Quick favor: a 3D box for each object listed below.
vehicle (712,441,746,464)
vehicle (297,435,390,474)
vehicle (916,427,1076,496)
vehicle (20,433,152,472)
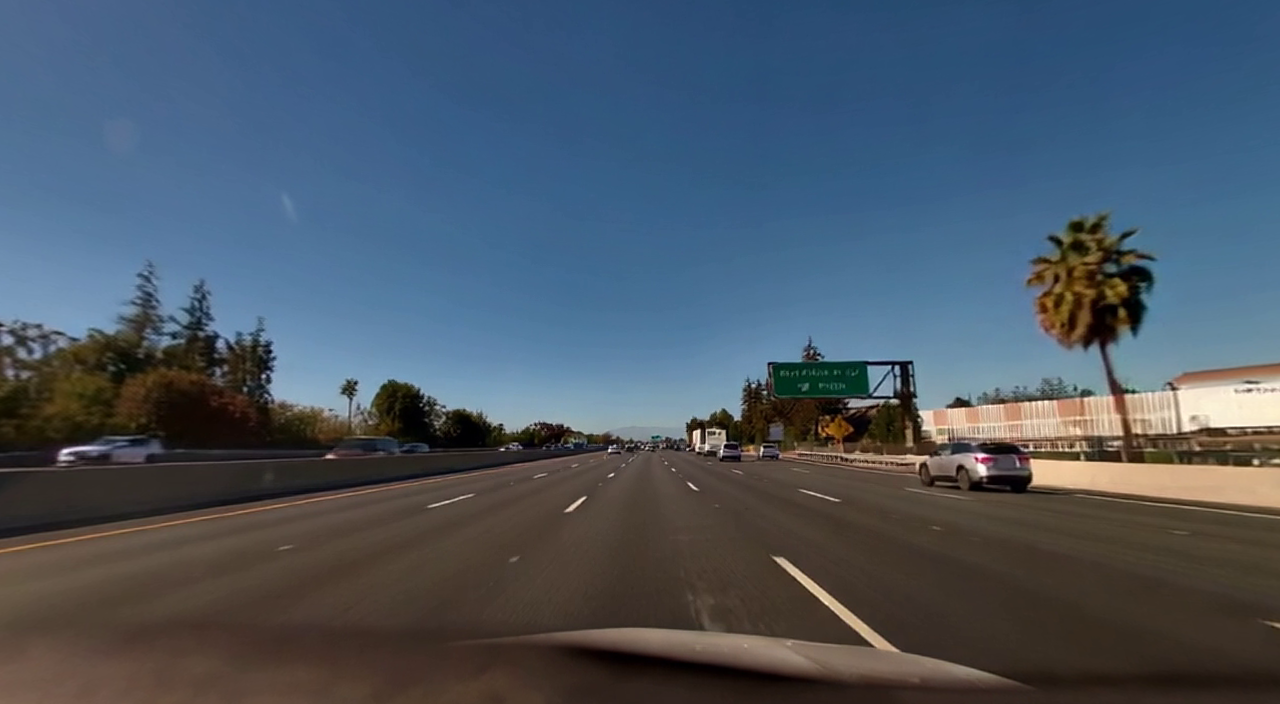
[{"bbox_3d":[6.996,7.951,49.971,2.064,1.681,4.287,0,-8,-1],"label":"vehicle"},{"bbox_3d":[-12.518,4.349,26.930,1.827,1.495,4.213,0,-8,1],"label":"vehicle"},{"bbox_3d":[10.778,3.329,19.625,2.168,1.861,4.678,0,-8,0],"label":"vehicle"},{"bbox_3d":[-25.843,4.687,29.683,1.949,1.676,4.578,0,-8,1],"label":"vehicle"}]
